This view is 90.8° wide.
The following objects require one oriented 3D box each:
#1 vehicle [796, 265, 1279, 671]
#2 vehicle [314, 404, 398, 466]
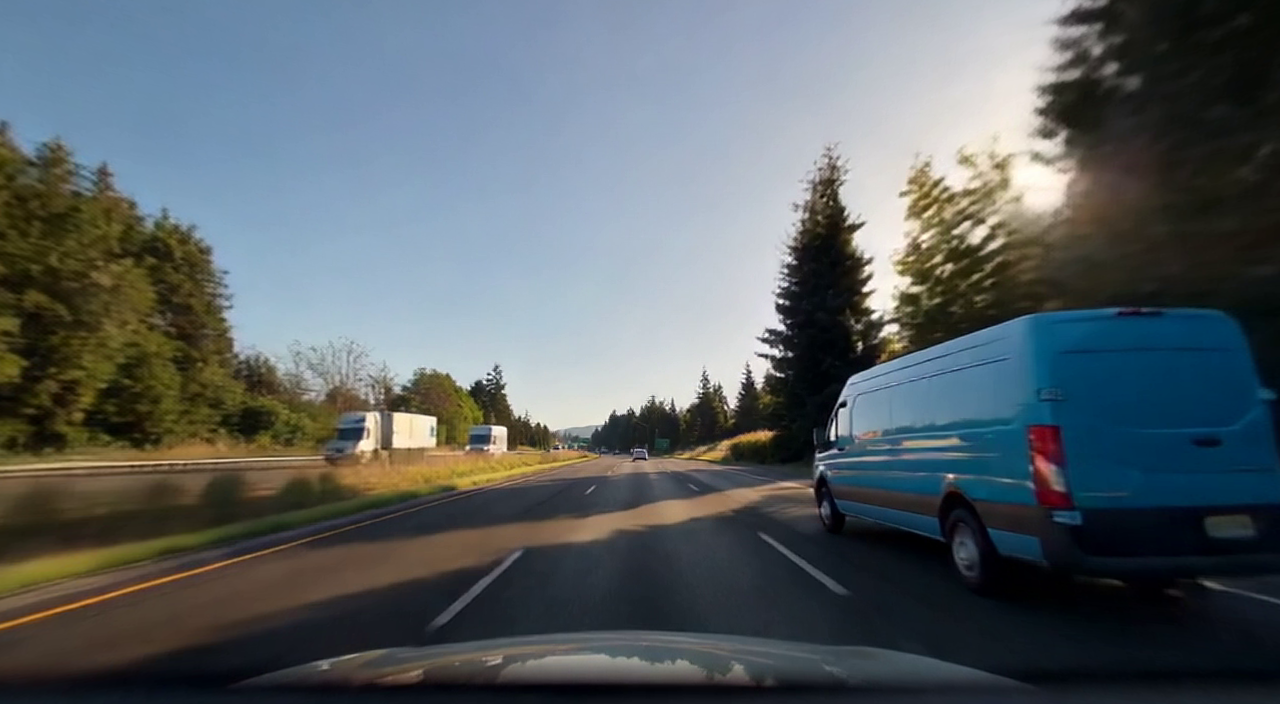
[{"bbox_3d":[3.964,1.172,7.271,2.552,2.524,6.630,0,-9,-1],"label":"vehicle"},{"bbox_3d":[-19.592,5.866,43.976,2.946,3.975,6.121,0,-9,0],"label":"vehicle"}]
